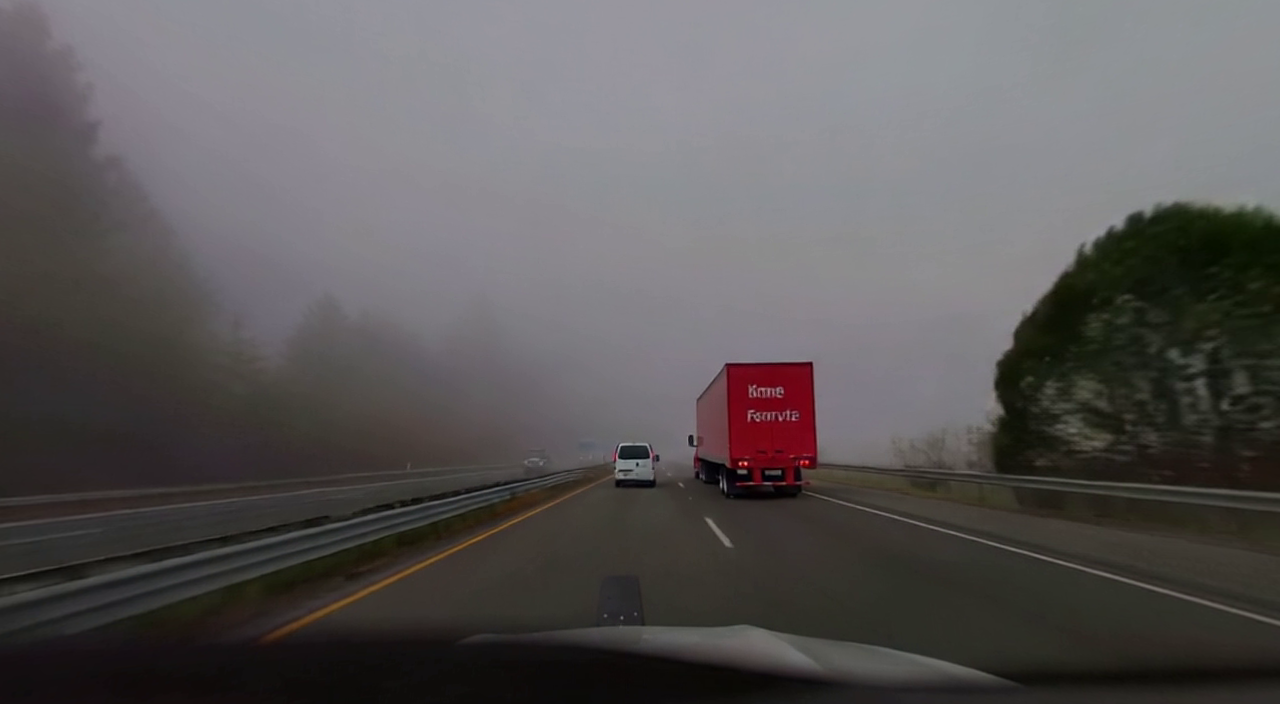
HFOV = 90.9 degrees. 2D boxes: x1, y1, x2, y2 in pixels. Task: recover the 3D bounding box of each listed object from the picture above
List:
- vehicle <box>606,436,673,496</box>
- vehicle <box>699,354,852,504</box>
[{"bbox_3d":[0.041,3.903,21.953,2.105,1.865,4.102,0,-9,2],"label":"vehicle"},{"bbox_3d":[4.155,2.993,23.061,3.030,3.985,12.707,0,-9,1],"label":"vehicle"}]
